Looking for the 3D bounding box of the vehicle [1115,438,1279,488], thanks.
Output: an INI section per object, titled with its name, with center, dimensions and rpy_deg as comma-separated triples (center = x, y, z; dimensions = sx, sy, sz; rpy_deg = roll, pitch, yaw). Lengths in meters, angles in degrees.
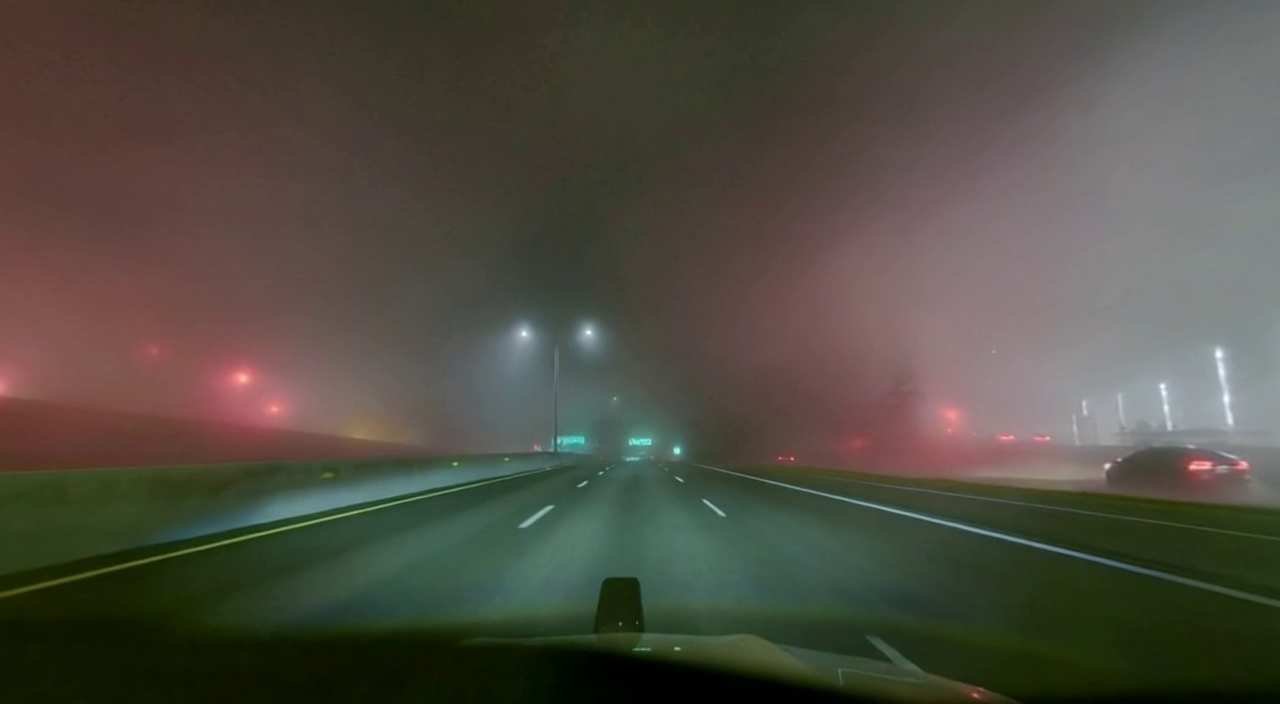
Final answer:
[vehicle]
center = 18.543, 3.613, 20.912
dimensions = 2.059, 1.457, 4.537
rpy_deg = 0, -8, 0
